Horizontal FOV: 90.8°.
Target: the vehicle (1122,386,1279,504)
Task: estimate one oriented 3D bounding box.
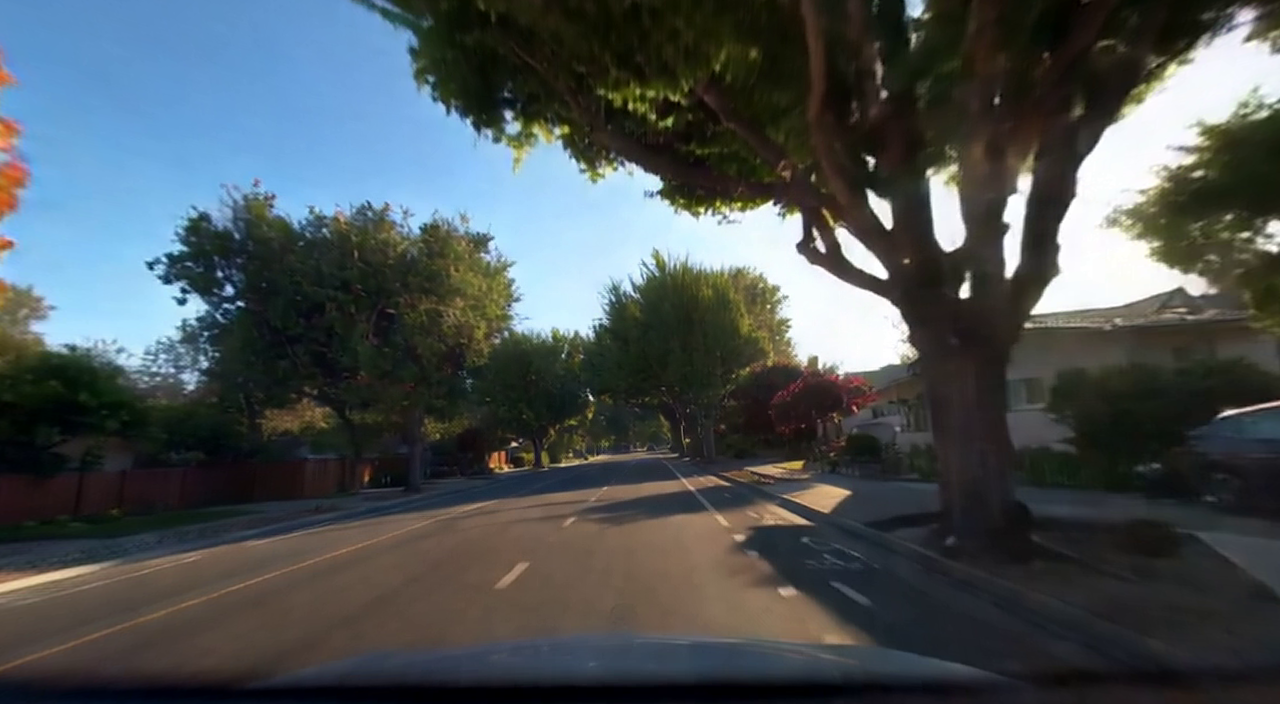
[{"bbox_3d":[10.935,1.406,9.608,2.187,1.786,5.323,2,-9,-16],"label":"vehicle"}]
